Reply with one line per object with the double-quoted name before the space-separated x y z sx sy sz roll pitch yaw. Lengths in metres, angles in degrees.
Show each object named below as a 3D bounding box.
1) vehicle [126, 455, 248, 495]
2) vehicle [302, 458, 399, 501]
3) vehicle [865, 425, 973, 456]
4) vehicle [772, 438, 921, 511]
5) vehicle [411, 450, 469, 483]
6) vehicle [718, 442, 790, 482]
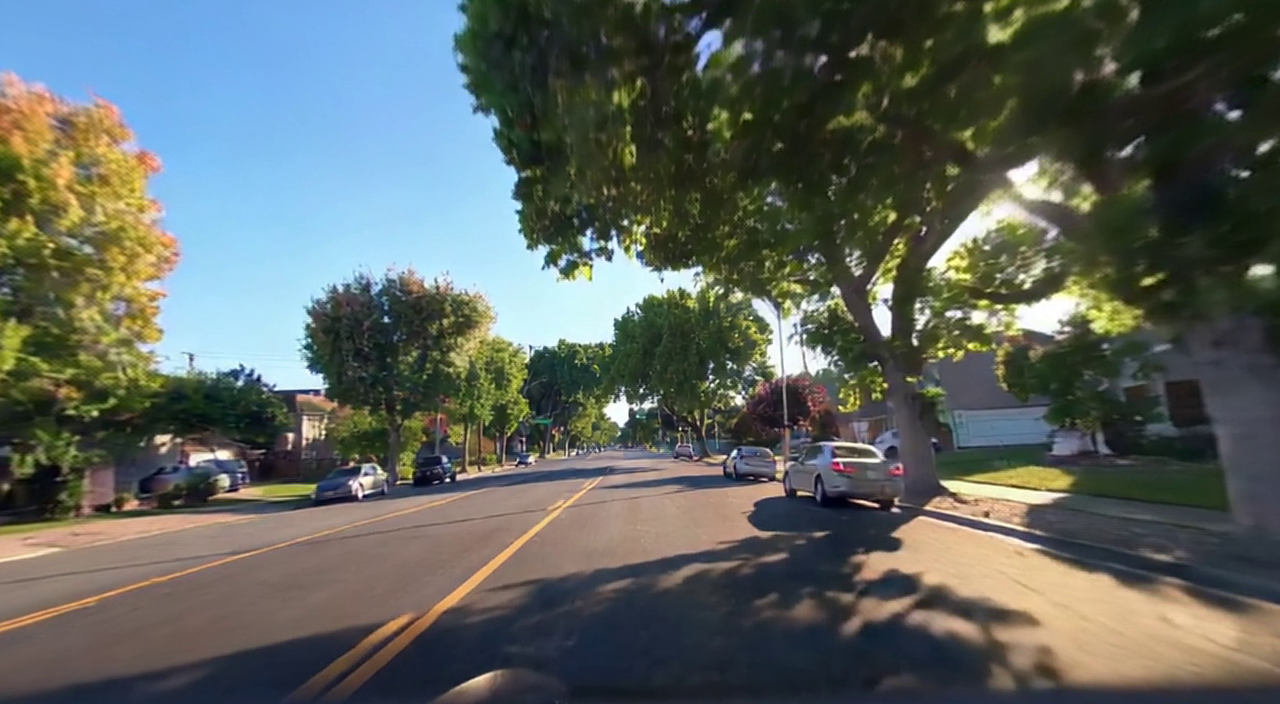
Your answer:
"vehicle" -19.969 5.405 27.969 3.932 1.641 1.819 0 -9 -1
"vehicle" -11.477 5.051 25.363 1.867 1.471 4.139 0 -9 1
"vehicle" 14.402 4.596 32.774 4.660 1.546 1.916 0 -8 0
"vehicle" 4.650 2.804 14.999 2.010 1.461 4.247 0 -9 -1
"vehicle" -11.523 6.565 36.660 1.977 1.753 4.278 0 -8 0
"vehicle" 4.457 4.385 25.402 2.063 1.444 4.217 0 -9 -1
